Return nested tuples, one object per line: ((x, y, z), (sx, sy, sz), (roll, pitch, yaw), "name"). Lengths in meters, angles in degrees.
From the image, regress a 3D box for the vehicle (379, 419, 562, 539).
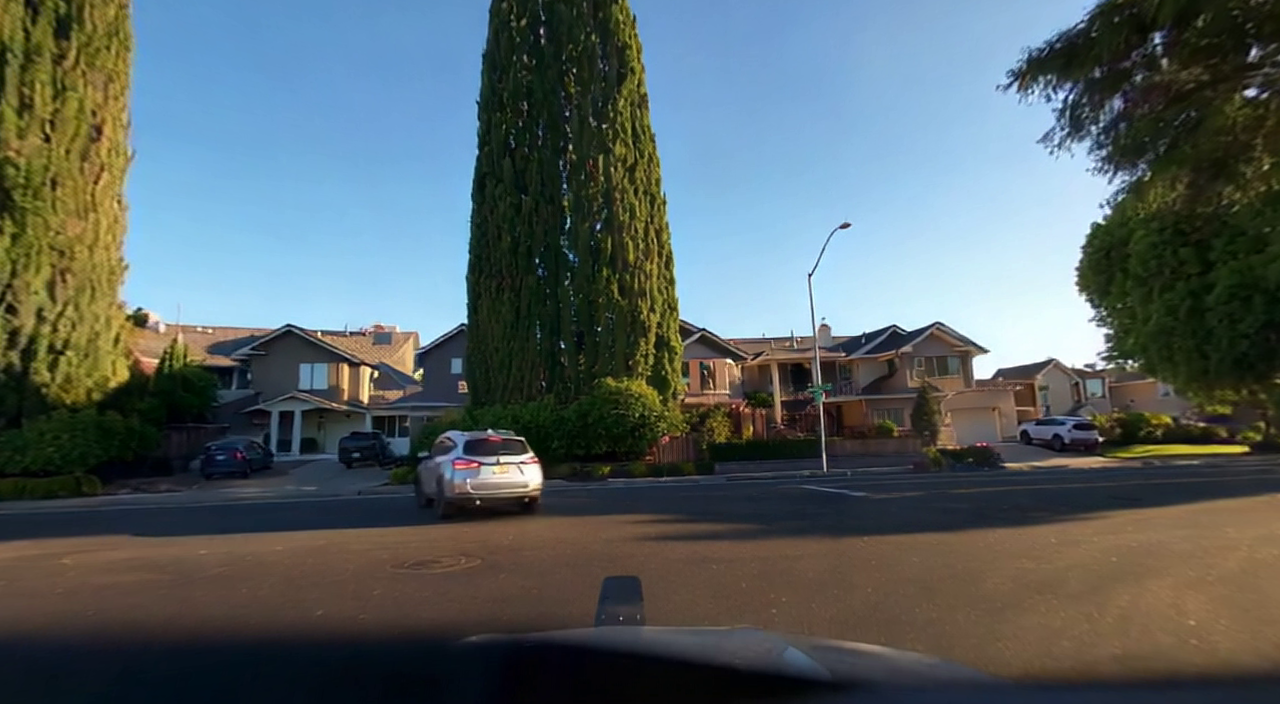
((-3.237, 2.170, 11.412), (2.145, 1.695, 4.210), (5, -10, -29), "vehicle")
